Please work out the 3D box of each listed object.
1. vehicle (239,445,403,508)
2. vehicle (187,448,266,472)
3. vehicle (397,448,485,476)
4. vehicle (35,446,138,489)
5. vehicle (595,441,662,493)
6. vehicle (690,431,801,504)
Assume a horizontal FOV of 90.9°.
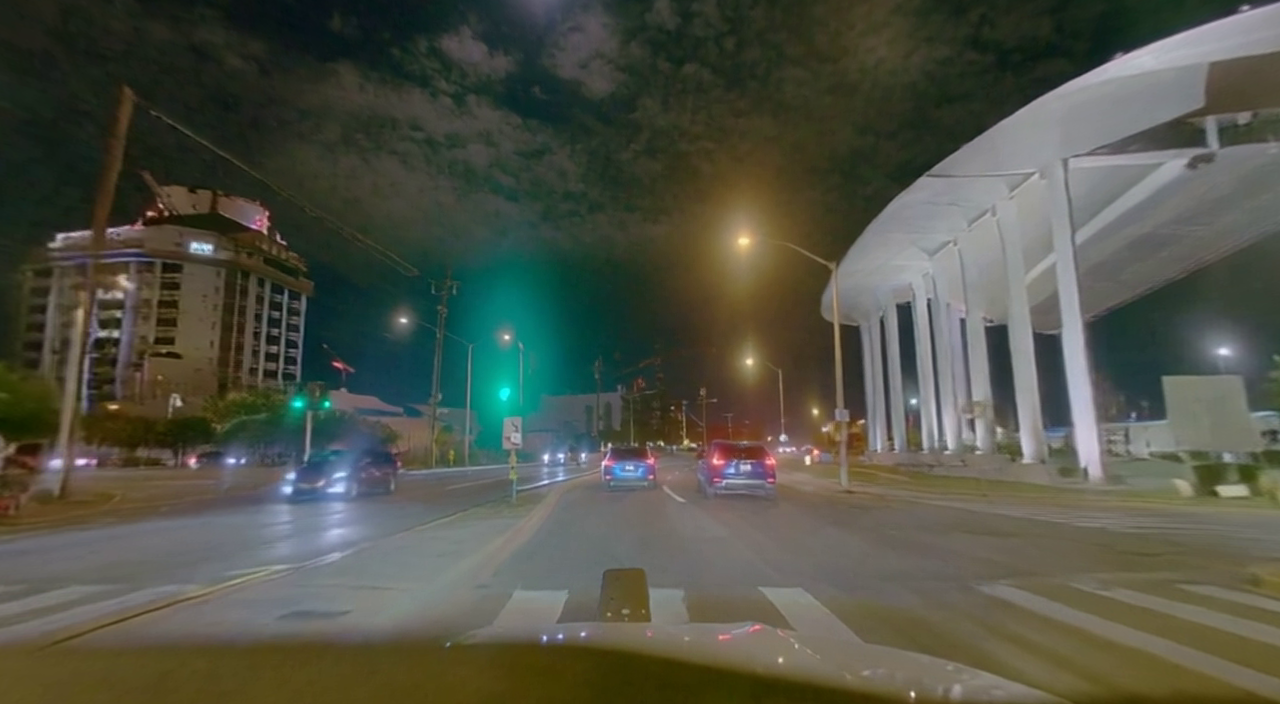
[{"bbox_3d":[-8.778,3.443,17.996,2.121,1.513,4.827,0,-9,1],"label":"vehicle"},{"bbox_3d":[-31.899,8.304,48.780,1.951,1.743,4.619,-5,-10,26],"label":"vehicle"},{"bbox_3d":[-11.366,6.270,36.146,2.012,1.490,4.351,-9,-12,44],"label":"vehicle"},{"bbox_3d":[-22.123,4.520,25.136,4.653,1.459,2.228,-6,-10,39],"label":"vehicle"},{"bbox_3d":[-0.378,3.982,22.205,2.132,1.632,3.889,0,-9,0],"label":"vehicle"},{"bbox_3d":[2.792,3.217,18.069,2.320,1.772,4.872,0,-9,0],"label":"vehicle"}]
